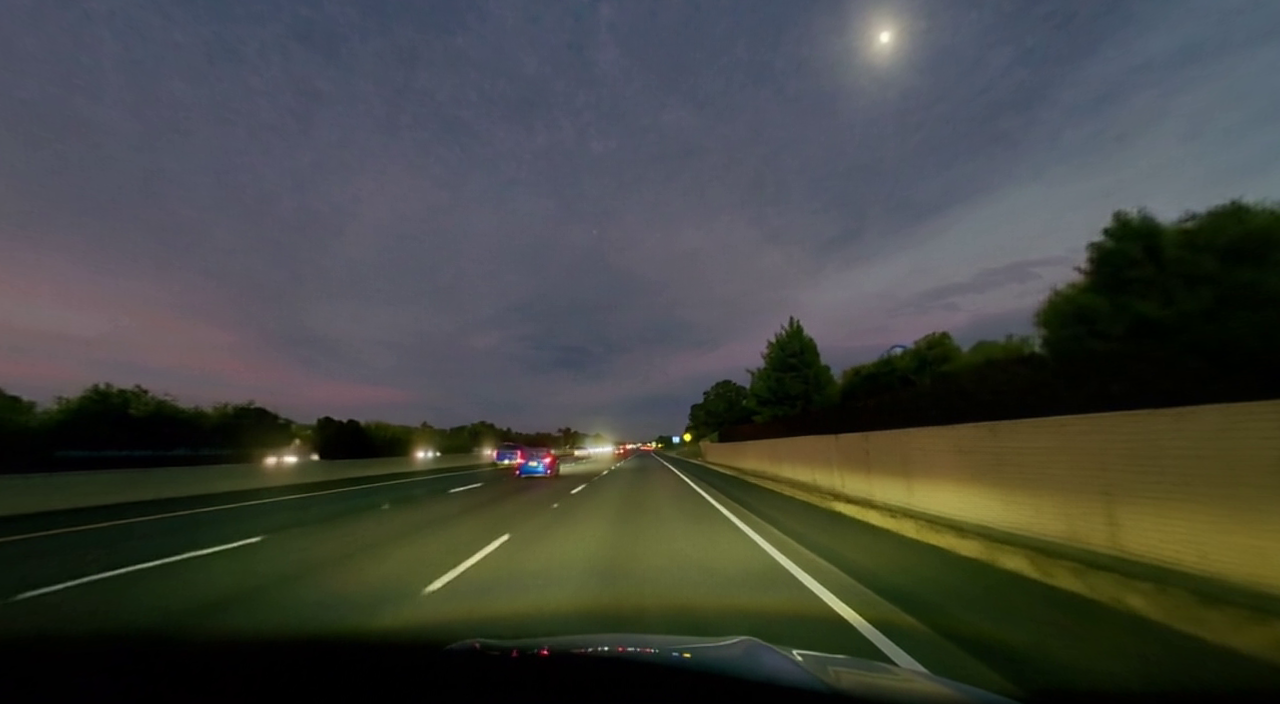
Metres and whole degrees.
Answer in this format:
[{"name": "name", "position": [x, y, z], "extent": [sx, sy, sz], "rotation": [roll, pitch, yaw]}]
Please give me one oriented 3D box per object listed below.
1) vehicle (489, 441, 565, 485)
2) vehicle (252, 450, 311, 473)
[{"name": "vehicle", "position": [-4.299, 4.304, 24.881], "extent": [2.081, 1.514, 4.943], "rotation": [0, -8, 0]}, {"name": "vehicle", "position": [-24.191, 7.373, 42.695], "extent": [1.838, 1.403, 3.672], "rotation": [0, -8, 0]}]
